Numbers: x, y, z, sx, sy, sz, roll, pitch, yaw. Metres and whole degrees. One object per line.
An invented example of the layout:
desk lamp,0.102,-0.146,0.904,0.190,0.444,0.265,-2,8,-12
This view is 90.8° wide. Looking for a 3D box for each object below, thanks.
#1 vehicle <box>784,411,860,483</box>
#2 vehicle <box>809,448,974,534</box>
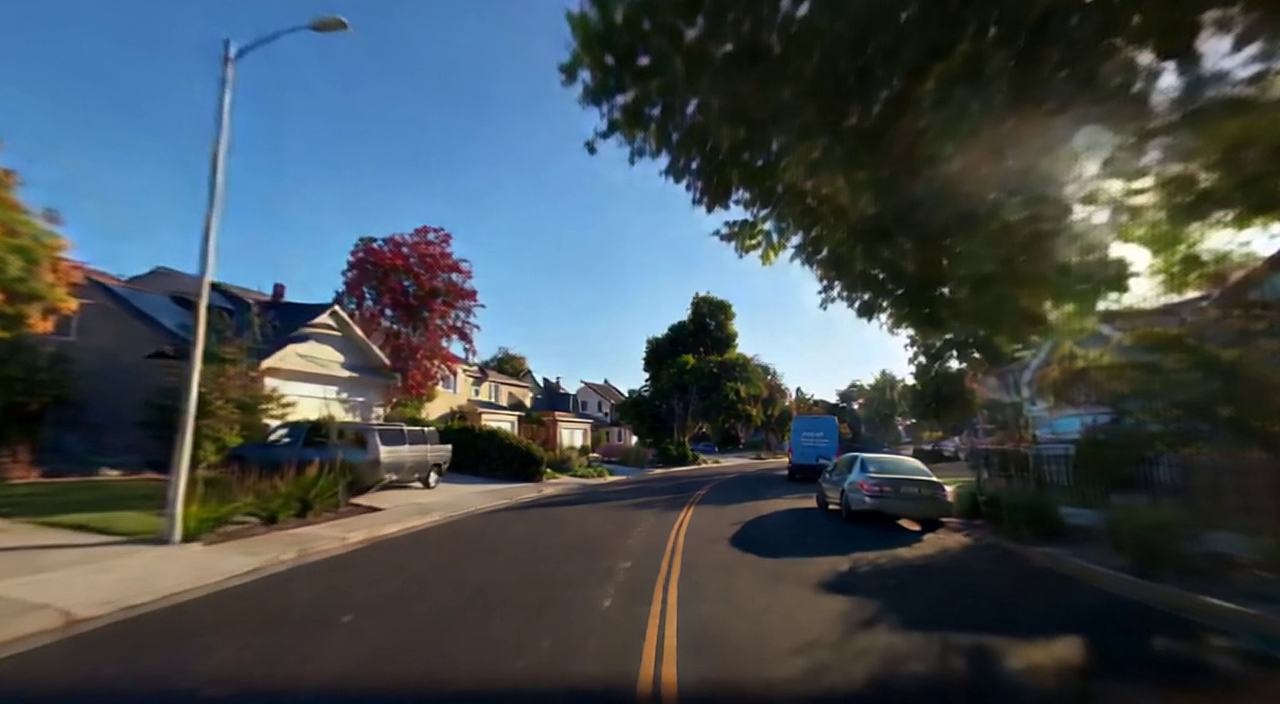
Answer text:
vehicle,7.884,4.085,27.247,2.684,2.712,6.197,-3,-9,17
vehicle,4.641,2.565,12.391,1.835,1.349,4.285,-1,-9,6
